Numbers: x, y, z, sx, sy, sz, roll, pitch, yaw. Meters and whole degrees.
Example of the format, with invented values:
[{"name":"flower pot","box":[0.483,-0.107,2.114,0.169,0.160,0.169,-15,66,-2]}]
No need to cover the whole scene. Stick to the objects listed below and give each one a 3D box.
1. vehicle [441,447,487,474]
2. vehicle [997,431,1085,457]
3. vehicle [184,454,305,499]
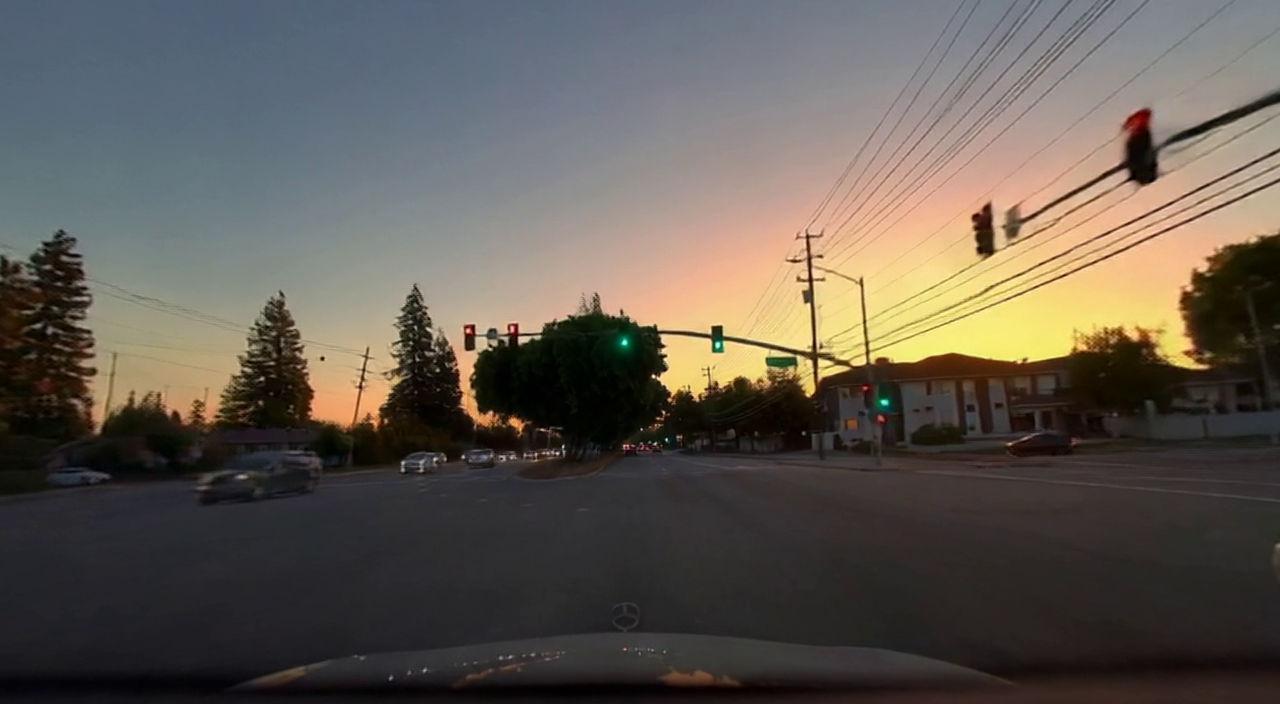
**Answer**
[{"name":"vehicle","box":[-12.169,7.466,43.888,1.912,1.509,4.425,-4,-7,-1]},{"name":"vehicle","box":[24.944,5.755,39.345,4.439,1.454,1.842,-7,-10,34]},{"name":"vehicle","box":[-15.154,4.761,24.539,1.891,1.484,4.441,-1,-9,-1]}]
